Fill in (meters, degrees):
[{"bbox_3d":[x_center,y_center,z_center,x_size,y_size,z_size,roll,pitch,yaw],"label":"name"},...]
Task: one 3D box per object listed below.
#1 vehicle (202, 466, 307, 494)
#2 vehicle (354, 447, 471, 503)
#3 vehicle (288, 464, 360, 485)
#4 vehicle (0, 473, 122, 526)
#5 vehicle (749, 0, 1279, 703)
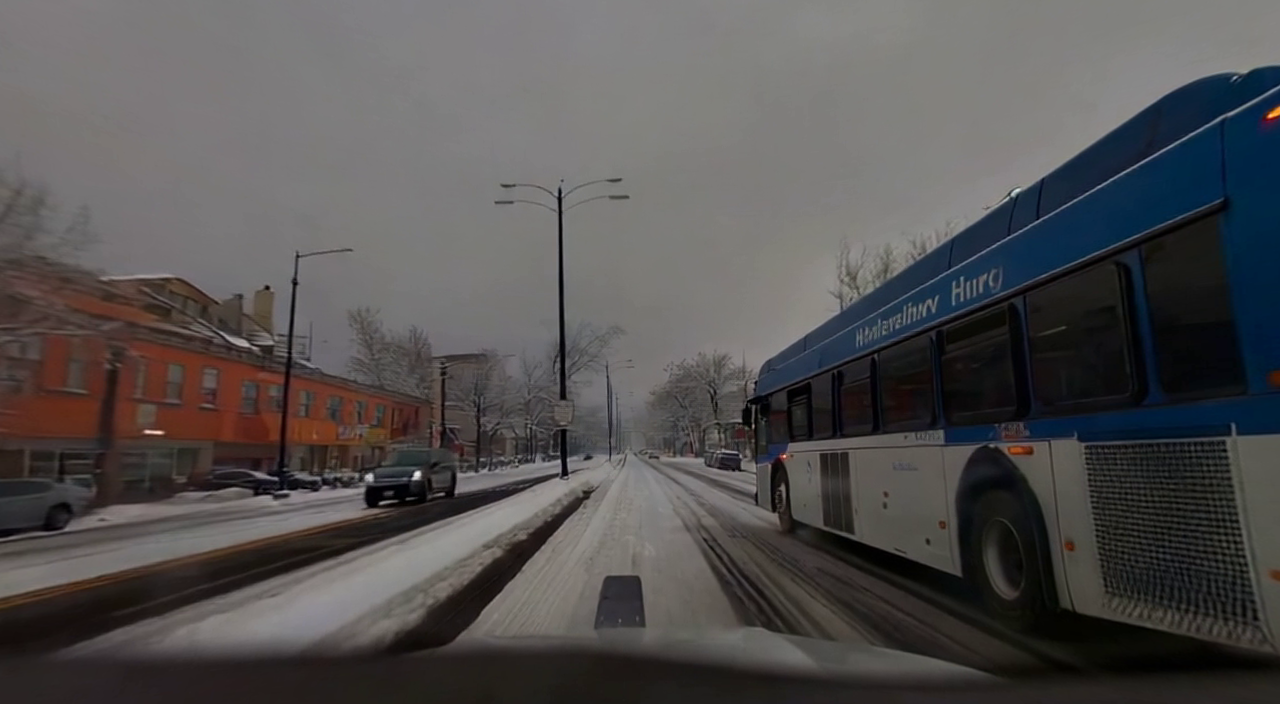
[{"bbox_3d":[-21.958,7.289,36.129,4.708,1.488,1.868,0,-9,-1],"label":"vehicle"},{"bbox_3d":[-8.417,4.576,24.151,2.315,1.841,5.648,0,-8,1],"label":"vehicle"},{"bbox_3d":[-23.216,9.002,46.494,4.290,1.506,1.829,0,-9,1],"label":"vehicle"},{"bbox_3d":[-19.527,4.647,20.087,4.409,1.508,1.803,0,-9,-2],"label":"vehicle"},{"bbox_3d":[3.913,0.679,6.598,3.194,3.345,12.428,0,-8,-1],"label":"vehicle"}]
